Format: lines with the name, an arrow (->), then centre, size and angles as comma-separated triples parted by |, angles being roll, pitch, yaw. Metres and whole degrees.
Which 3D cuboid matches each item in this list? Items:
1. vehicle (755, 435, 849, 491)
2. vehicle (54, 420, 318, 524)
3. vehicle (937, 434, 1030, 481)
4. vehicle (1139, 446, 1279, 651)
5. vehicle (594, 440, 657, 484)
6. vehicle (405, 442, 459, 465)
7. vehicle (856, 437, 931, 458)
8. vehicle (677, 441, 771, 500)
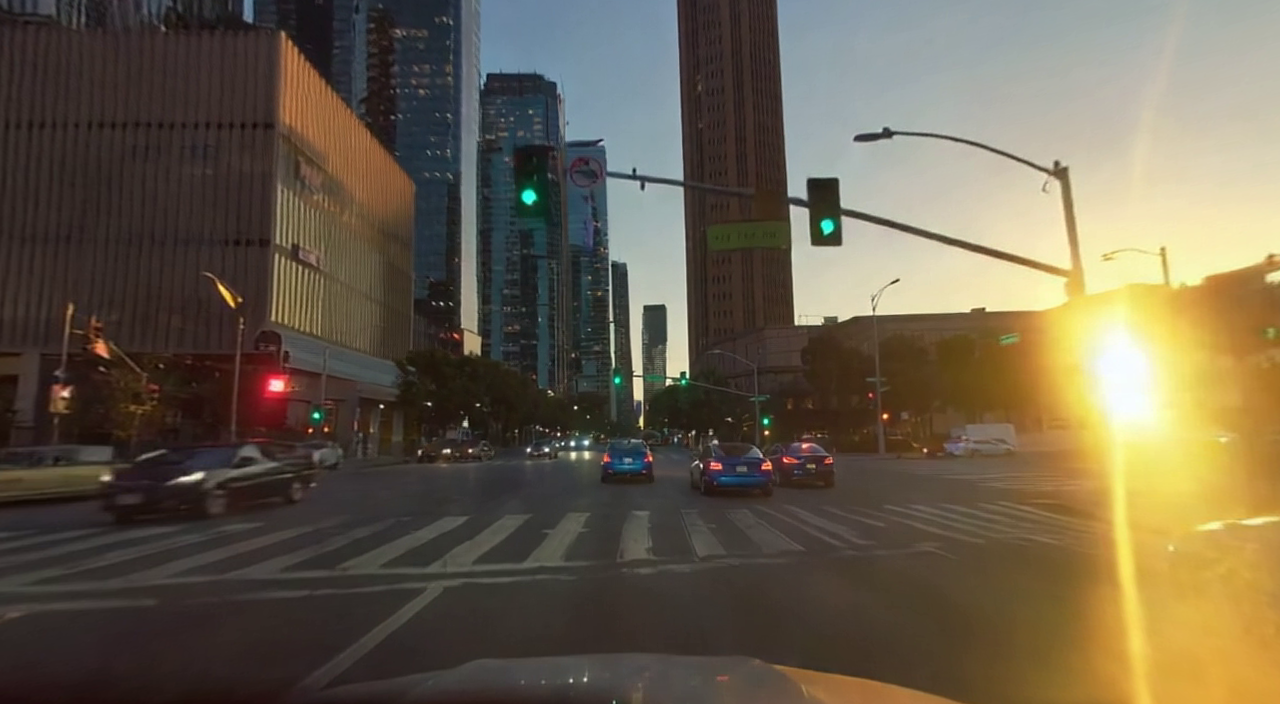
vehicle -> 5.512, 3.840, 22.177 | 2.015, 1.745, 4.444 | 0, -9, -2
vehicle -> -9.316, 2.497, 13.684 | 2.142, 1.817, 4.823 | 0, -9, -1
vehicle -> 14.452, 4.373, 26.472 | 4.640, 1.794, 2.008 | 8, -12, -43
vehicle -> 5.672, 1.273, 3.521 | 1.914, 1.484, 4.639 | 0, -9, -1
vehicle -> -0.524, 3.961, 23.032 | 2.096, 1.457, 4.160 | 0, -9, -1
vehicle -> -13.020, 6.385, 39.764 | 1.939, 1.326, 4.340 | 0, -9, 0
vehicle -> 18.954, 7.136, 47.332 | 4.862, 1.495, 1.956 | 1, -9, -7
vehicle -> 2.266, 3.337, 18.288 | 1.987, 1.484, 4.427 | 0, -9, -2
